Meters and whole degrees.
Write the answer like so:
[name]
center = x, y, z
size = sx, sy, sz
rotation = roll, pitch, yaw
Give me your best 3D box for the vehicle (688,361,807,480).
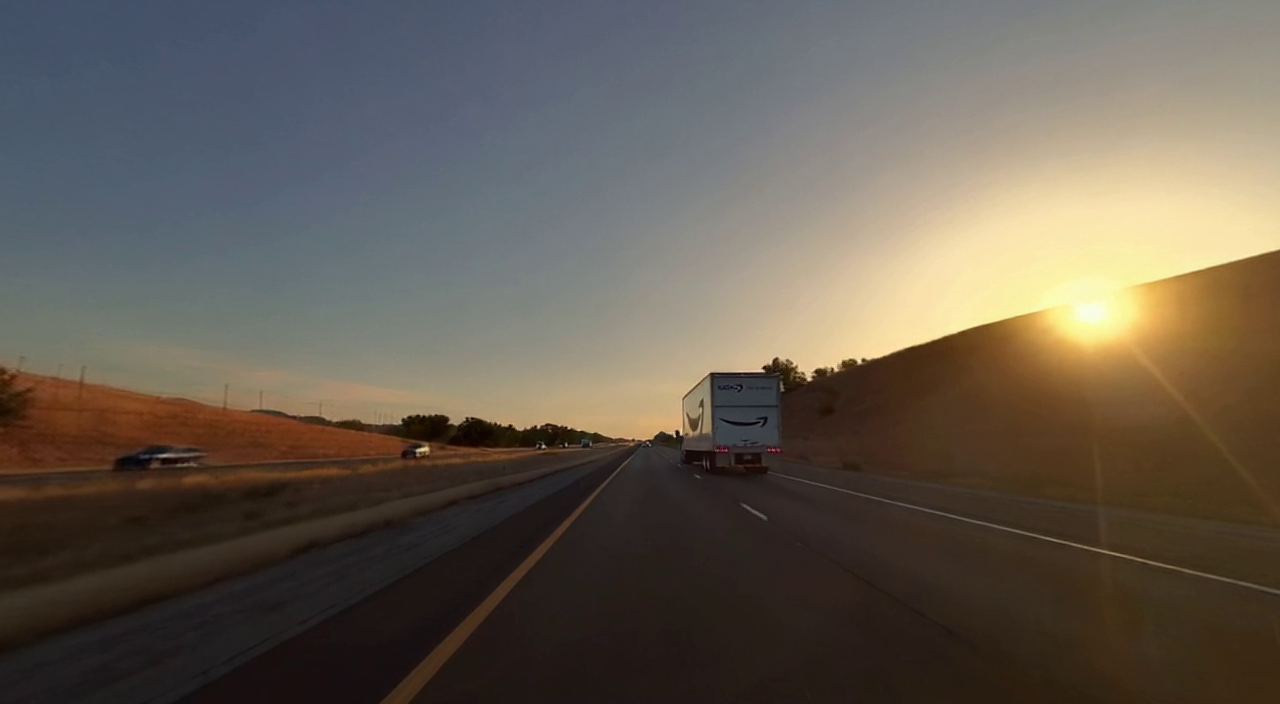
[vehicle]
center = 4.561, 3.704, 31.436
size = 3.190, 4.365, 16.625
rotation = 0, -8, 0
